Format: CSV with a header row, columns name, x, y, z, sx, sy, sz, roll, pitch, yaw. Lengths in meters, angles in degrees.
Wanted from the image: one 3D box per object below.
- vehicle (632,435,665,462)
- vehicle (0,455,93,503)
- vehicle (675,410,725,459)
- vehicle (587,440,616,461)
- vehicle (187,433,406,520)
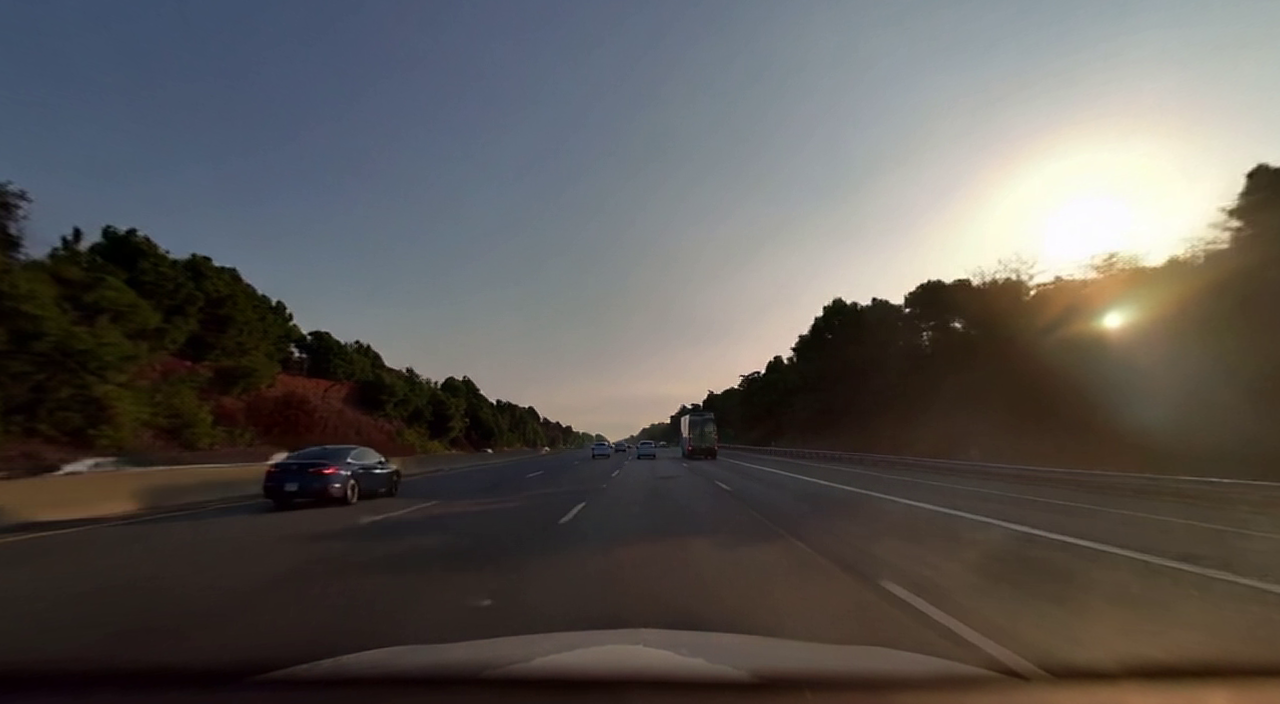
name,x,y,z,sx,sy,sz,roll,pitch,yaw
vehicle,0.620,6.947,45.265,2.212,1.807,4.372,-1,-9,1
vehicle,-21.065,4.159,20.777,1.877,1.483,4.644,-1,-9,0
vehicle,4.574,6.650,49.973,2.855,3.423,9.485,0,-9,-1
vehicle,-2.983,7.737,49.588,2.025,1.571,3.662,-1,-9,1
vehicle,-6.972,2.577,13.572,1.947,1.513,4.751,-1,-9,2
